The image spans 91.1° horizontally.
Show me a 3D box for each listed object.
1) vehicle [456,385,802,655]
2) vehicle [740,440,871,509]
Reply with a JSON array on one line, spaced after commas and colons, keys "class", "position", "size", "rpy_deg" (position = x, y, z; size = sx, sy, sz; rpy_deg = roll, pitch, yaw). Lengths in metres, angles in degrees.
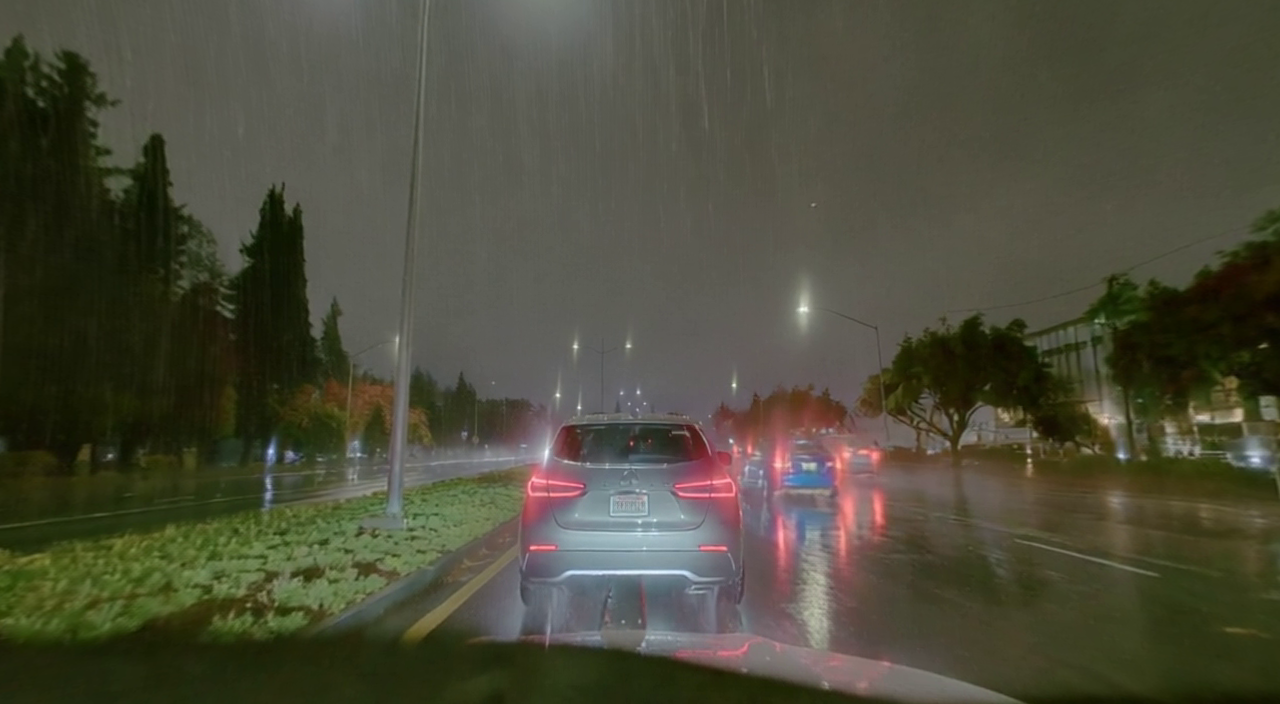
[{"class": "vehicle", "position": [-0.084, 1.356, 6.065], "size": [2.172, 1.694, 4.055], "rpy_deg": [0, -8, -1]}, {"class": "vehicle", "position": [3.919, 2.970, 15.778], "size": [2.058, 1.468, 4.339], "rpy_deg": [0, -8, -1]}]
